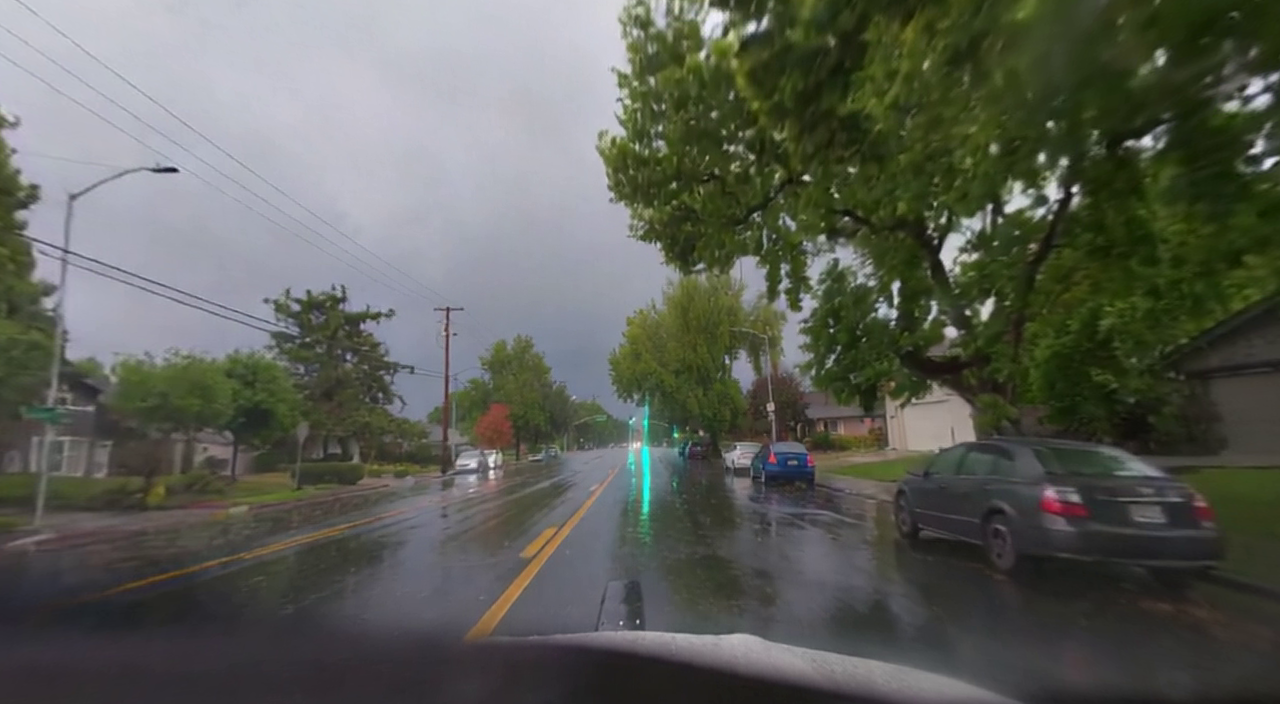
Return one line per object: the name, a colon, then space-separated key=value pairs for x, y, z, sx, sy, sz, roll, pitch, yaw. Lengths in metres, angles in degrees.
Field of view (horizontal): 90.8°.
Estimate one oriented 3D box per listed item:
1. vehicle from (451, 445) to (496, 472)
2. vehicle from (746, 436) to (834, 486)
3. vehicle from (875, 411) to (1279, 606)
vehicle: x=-10.816 y=6.940 z=41.286 sx=1.845 sy=1.626 sz=4.105 roll=0 pitch=-8 yaw=-1
vehicle: x=4.993 y=3.675 z=21.675 sx=1.924 sy=1.516 sz=4.163 roll=0 pitch=-8 yaw=-1
vehicle: x=4.657 y=1.599 z=7.485 sx=1.934 sy=1.573 sz=4.547 roll=0 pitch=-8 yaw=-1
